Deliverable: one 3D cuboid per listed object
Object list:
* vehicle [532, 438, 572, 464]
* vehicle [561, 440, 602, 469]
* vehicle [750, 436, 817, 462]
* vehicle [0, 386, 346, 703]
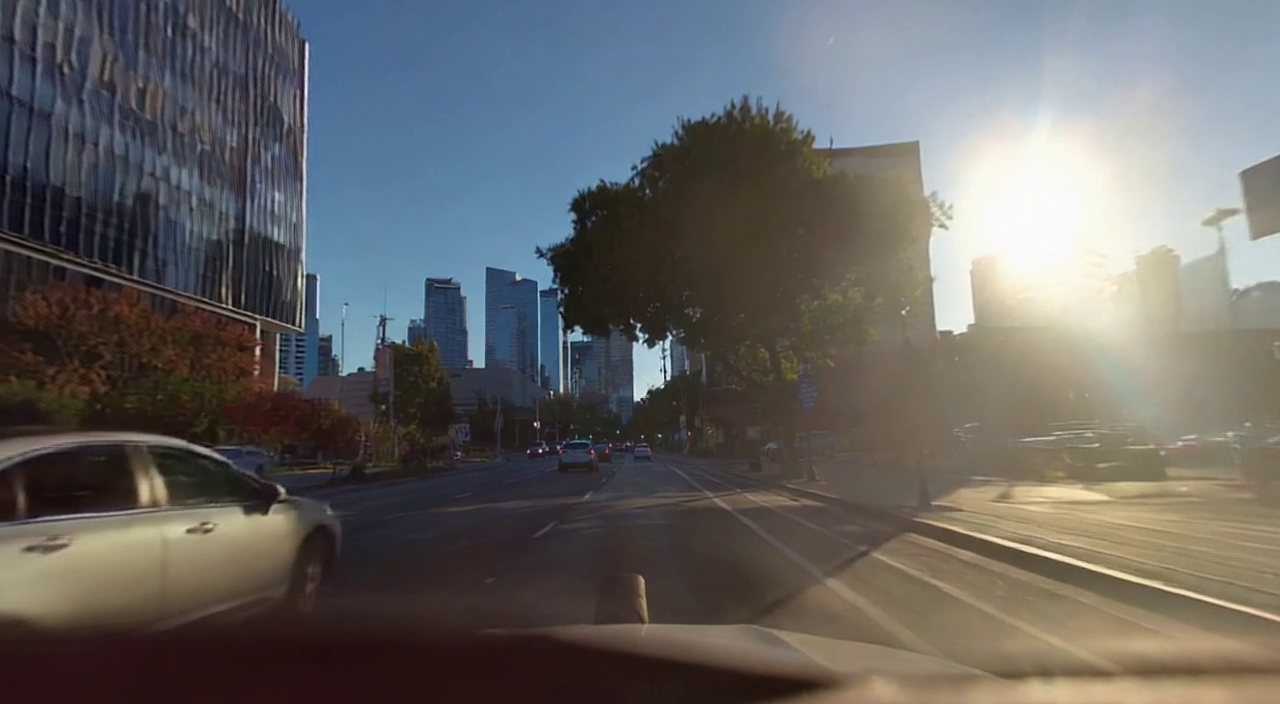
[{"bbox_3d":[-6.442,7.278,46.728,2.224,1.821,4.711,0,-8,1],"label":"vehicle"},{"bbox_3d":[-3.236,5.757,35.630,1.983,1.545,3.773,0,-8,0],"label":"vehicle"},{"bbox_3d":[10.692,7.221,47.213,4.430,1.683,1.966,-3,-7,0],"label":"vehicle"},{"bbox_3d":[-3.345,0.958,2.822,2.040,1.497,4.193,0,-8,0],"label":"vehicle"}]
